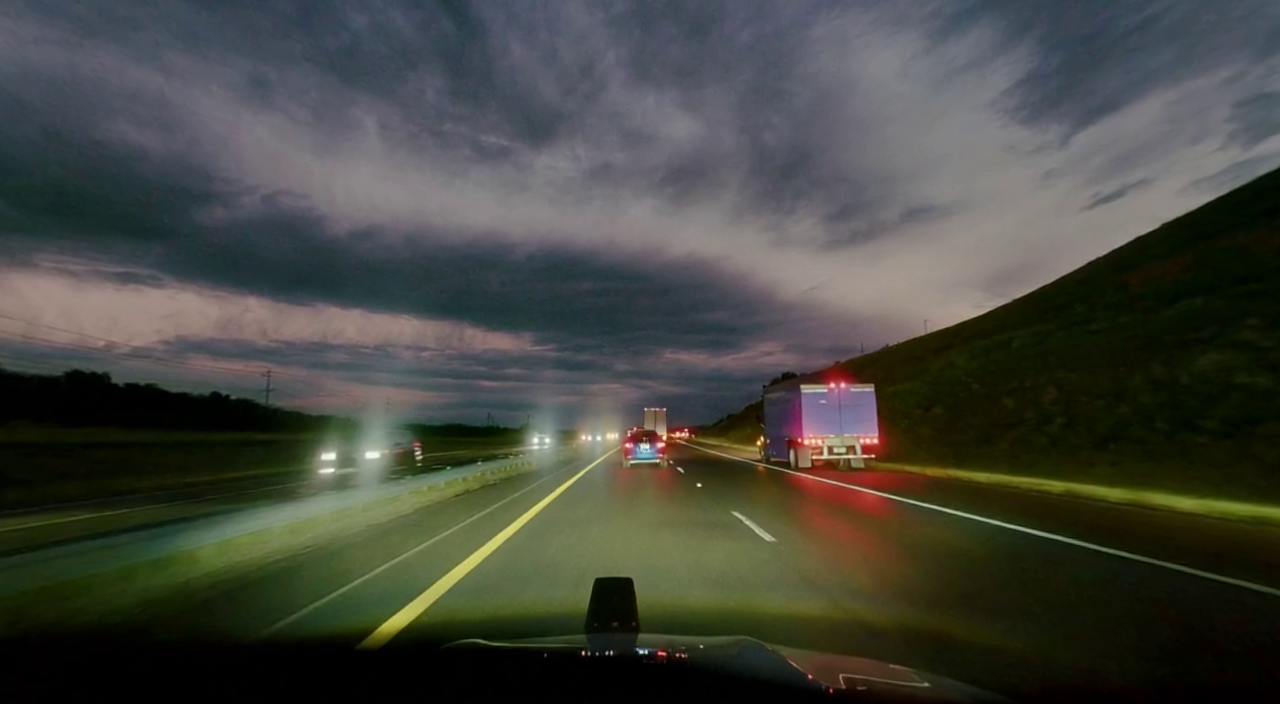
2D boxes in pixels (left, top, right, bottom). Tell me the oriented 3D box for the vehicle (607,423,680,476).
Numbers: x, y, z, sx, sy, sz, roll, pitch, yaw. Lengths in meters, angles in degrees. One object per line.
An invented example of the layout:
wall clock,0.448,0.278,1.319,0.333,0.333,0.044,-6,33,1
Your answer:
vehicle,0.090,3.271,21.417,2.216,1.623,4.220,0,-8,-1

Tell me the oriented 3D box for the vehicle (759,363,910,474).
vehicle,7.237,2.782,25.167,3.010,3.638,8.978,0,-8,-1

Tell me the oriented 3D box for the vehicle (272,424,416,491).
vehicle,-7.871,2.820,17.210,1.905,1.577,4.136,0,-8,0
